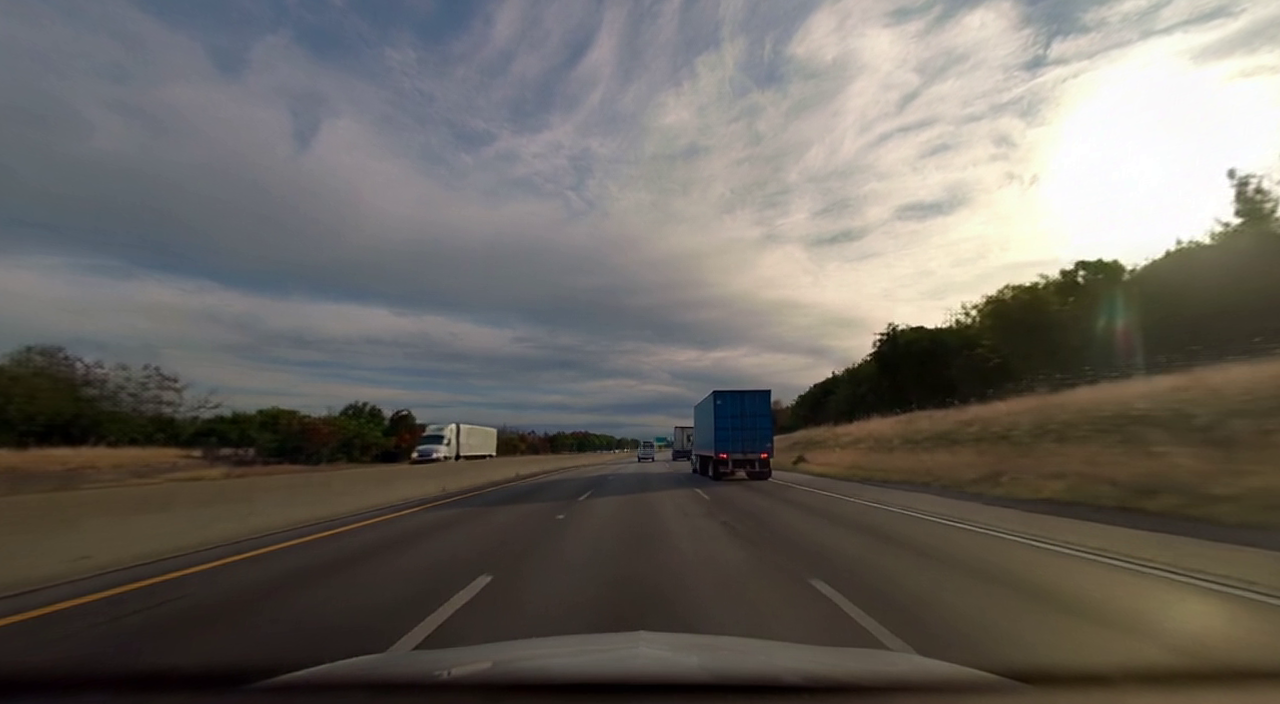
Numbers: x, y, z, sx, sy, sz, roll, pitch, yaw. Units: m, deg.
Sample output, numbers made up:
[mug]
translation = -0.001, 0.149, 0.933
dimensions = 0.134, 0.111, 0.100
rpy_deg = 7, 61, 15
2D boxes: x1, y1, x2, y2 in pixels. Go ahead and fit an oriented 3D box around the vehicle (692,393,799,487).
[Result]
[vehicle]
translation = 4.187, 3.858, 27.400
dimensions = 2.960, 3.381, 8.914
rpy_deg = 0, -9, -1
